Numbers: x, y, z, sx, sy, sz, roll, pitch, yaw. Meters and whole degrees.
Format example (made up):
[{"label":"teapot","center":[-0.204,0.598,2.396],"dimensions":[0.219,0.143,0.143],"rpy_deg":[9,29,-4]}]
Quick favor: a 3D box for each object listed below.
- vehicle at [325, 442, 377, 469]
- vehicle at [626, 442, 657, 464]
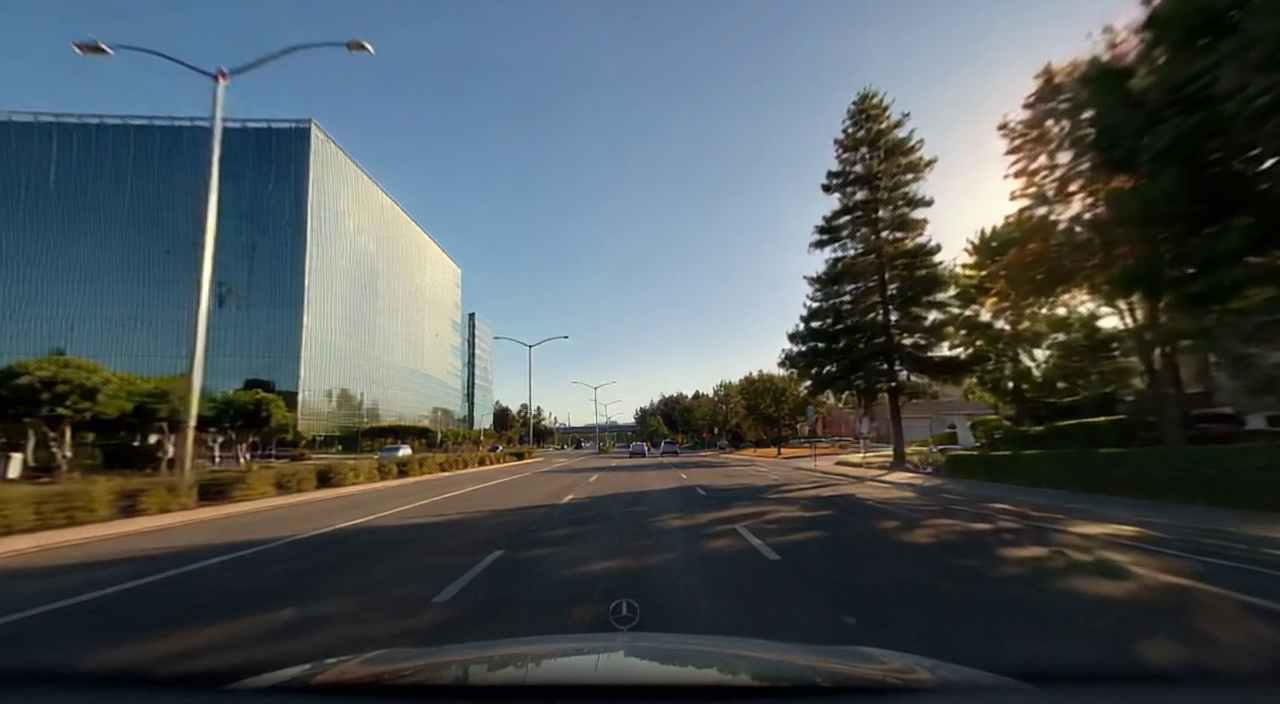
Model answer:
[{"label":"vehicle","center":[-21.713,7.772,47.703],"dimensions":[2.308,1.840,5.236],"rpy_deg":[1,-8,-10]},{"label":"vehicle","center":[0.071,6.884,43.305],"dimensions":[2.080,1.445,4.096],"rpy_deg":[0,-8,-1]}]
